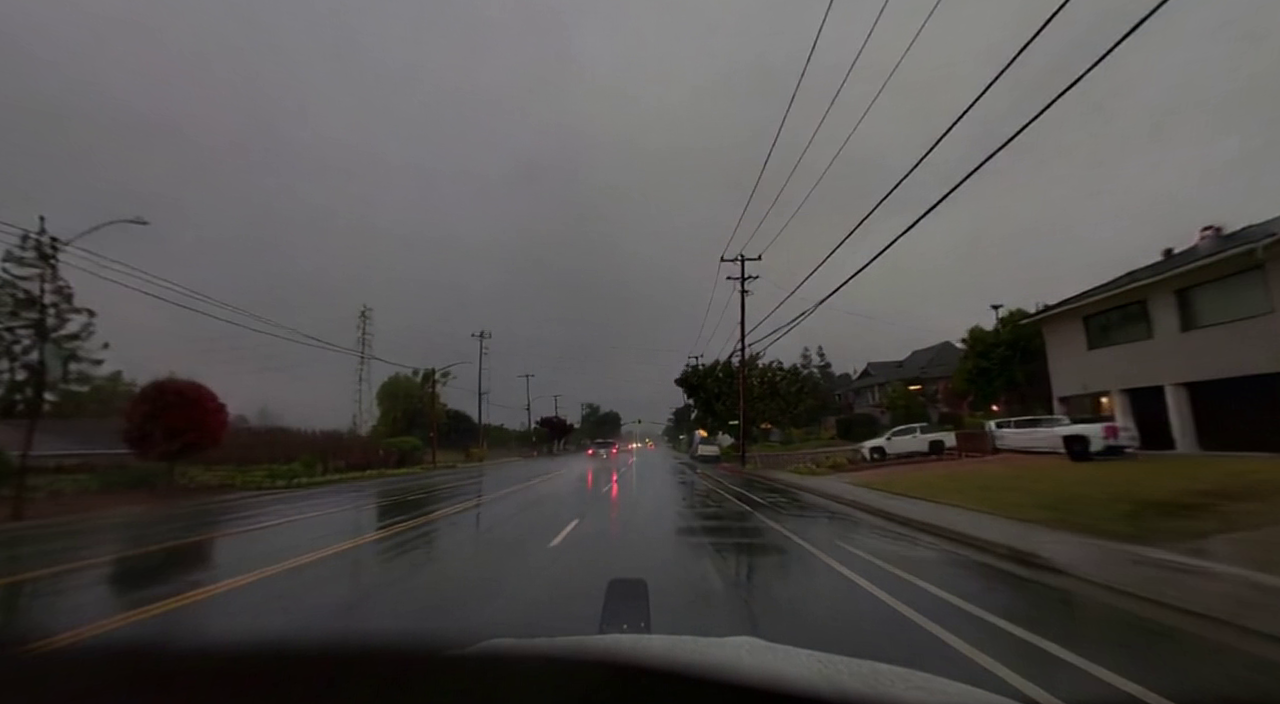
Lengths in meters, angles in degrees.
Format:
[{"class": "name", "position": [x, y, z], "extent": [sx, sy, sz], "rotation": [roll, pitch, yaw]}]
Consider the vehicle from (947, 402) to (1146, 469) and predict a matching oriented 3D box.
[{"class": "vehicle", "position": [12.427, 2.583, 19.507], "extent": [4.719, 1.553, 1.889], "rotation": [-5, -8, 0]}]

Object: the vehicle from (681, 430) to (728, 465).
[{"class": "vehicle", "position": [4.324, 6.503, 43.075], "extent": [2.622, 2.137, 6.267], "rotation": [1, -9, 1]}]

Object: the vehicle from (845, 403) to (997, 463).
[{"class": "vehicle", "position": [11.359, 3.329, 25.792], "extent": [5.042, 1.803, 2.134], "rotation": [-6, -9, 0]}]

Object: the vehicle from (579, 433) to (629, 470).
[{"class": "vehicle", "position": [-1.867, 5.466, 34.729], "extent": [2.327, 1.861, 4.941], "rotation": [-1, -9, 2]}]
